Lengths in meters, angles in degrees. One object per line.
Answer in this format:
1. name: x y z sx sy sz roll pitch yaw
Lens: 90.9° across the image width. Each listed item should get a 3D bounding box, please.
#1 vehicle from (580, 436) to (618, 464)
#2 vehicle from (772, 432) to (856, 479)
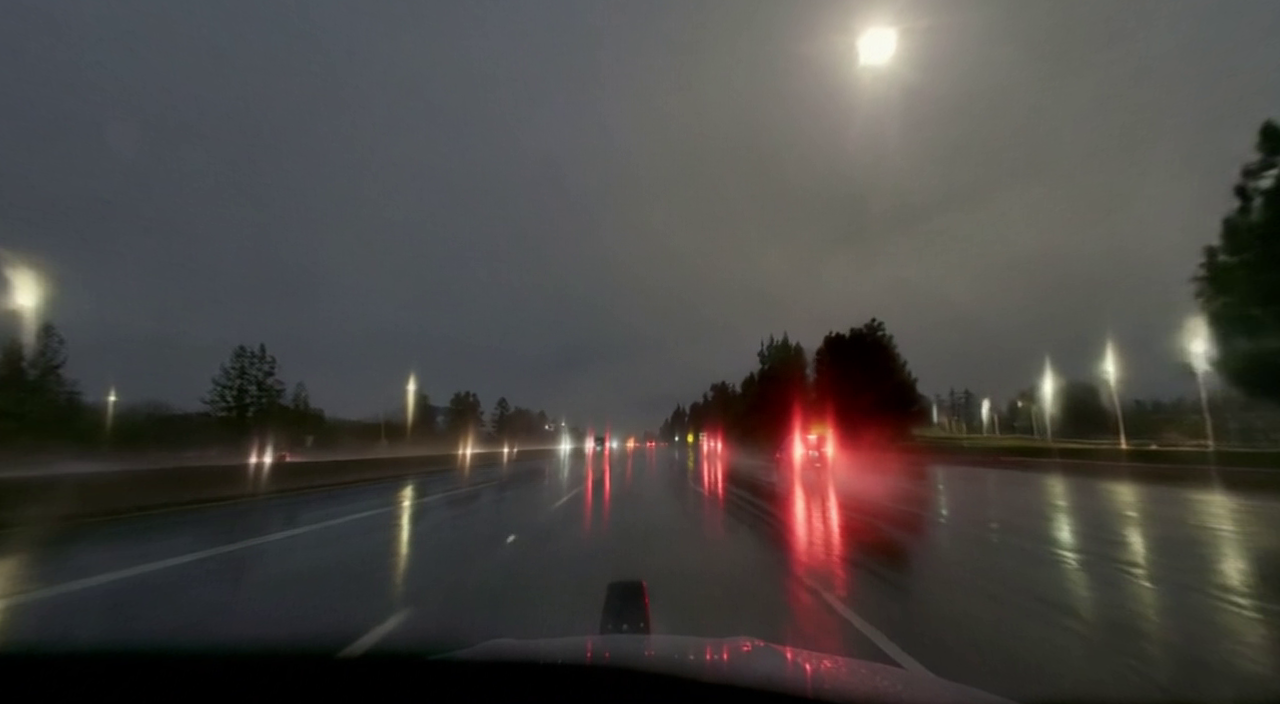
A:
1. vehicle: -2.927 7.196 46.354 2.453 1.952 5.320 0 -8 0
2. vehicle: 6.802 4.090 25.154 2.063 1.706 4.259 0 -8 -1
